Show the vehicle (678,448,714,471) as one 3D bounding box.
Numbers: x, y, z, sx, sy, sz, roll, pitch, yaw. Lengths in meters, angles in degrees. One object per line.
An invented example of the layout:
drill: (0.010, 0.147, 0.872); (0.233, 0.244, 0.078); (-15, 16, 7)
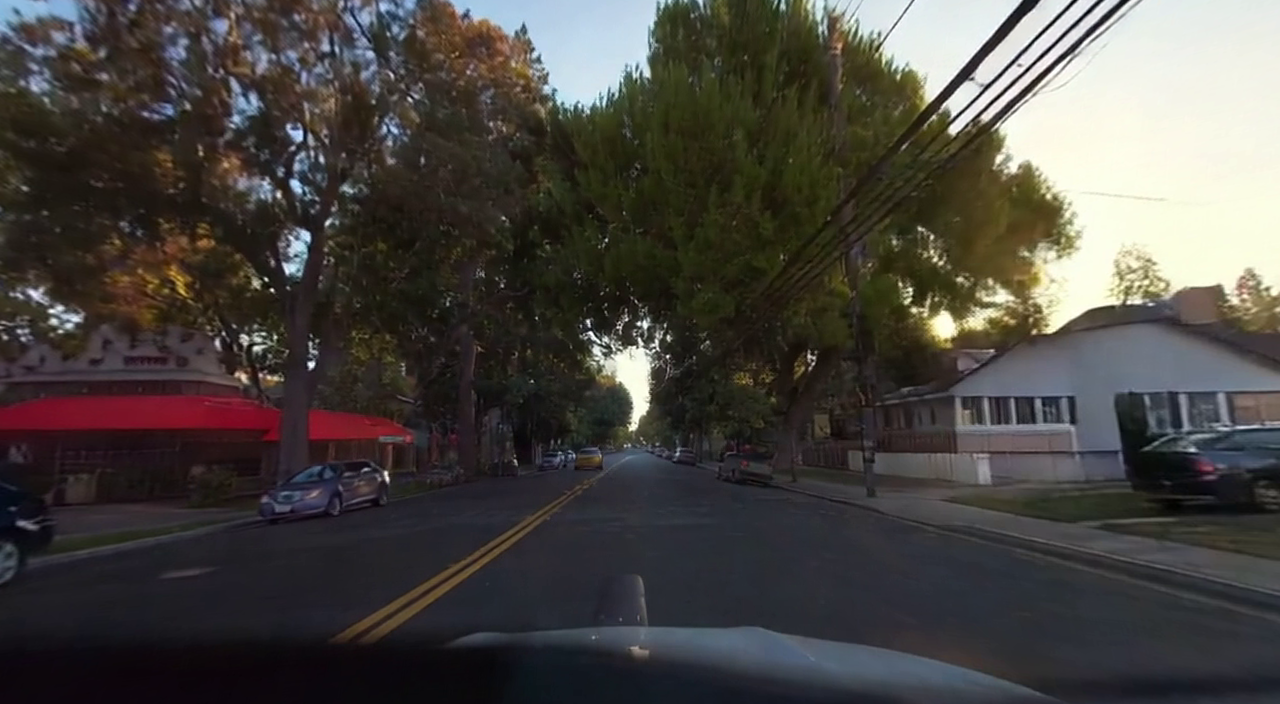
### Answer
vehicle: (3.853, 7.467, 44.132); (2.031, 1.470, 4.470); (0, -8, -1)

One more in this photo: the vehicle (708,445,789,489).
vehicle: (4.184, 4.508, 25.181); (2.052, 1.476, 4.438); (-2, -9, -5)

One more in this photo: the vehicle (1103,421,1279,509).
vehicle: (11.870, 2.074, 11.850); (4.716, 1.480, 2.023); (0, -8, 1)

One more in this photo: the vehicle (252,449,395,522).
vehicle: (-8.803, 3.686, 18.076); (1.970, 1.785, 4.274); (0, -8, -2)

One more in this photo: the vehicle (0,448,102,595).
vehicle: (-8.570, 1.893, 6.645); (1.913, 1.723, 4.318); (0, -8, 1)
